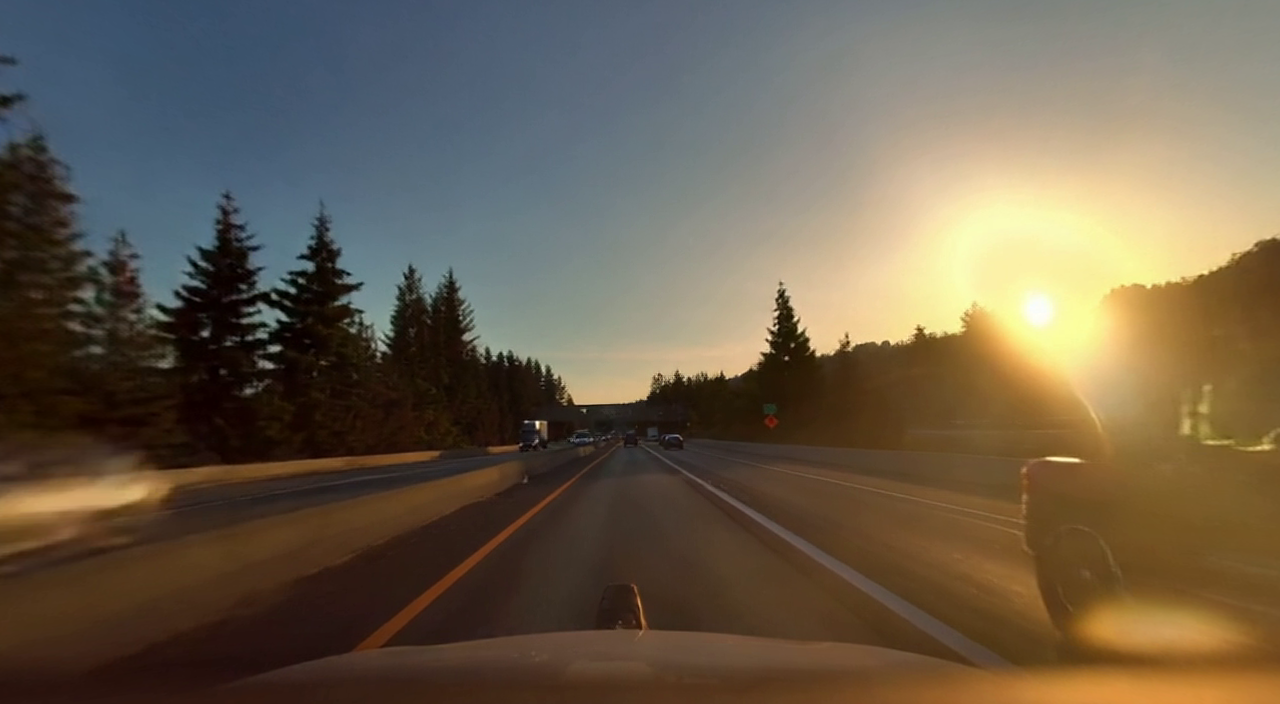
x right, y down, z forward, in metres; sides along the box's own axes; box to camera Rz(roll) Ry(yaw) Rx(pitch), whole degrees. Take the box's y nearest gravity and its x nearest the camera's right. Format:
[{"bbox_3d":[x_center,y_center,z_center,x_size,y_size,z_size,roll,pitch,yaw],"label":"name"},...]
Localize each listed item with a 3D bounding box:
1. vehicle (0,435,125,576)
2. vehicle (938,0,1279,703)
[{"bbox_3d":[-7.694,1.571,5.939,1.977,1.456,4.489,-3,-8,-1],"label":"vehicle"},{"bbox_3d":[3.893,-0.174,1.559,2.999,4.013,6.296,0,-8,-1],"label":"vehicle"}]
